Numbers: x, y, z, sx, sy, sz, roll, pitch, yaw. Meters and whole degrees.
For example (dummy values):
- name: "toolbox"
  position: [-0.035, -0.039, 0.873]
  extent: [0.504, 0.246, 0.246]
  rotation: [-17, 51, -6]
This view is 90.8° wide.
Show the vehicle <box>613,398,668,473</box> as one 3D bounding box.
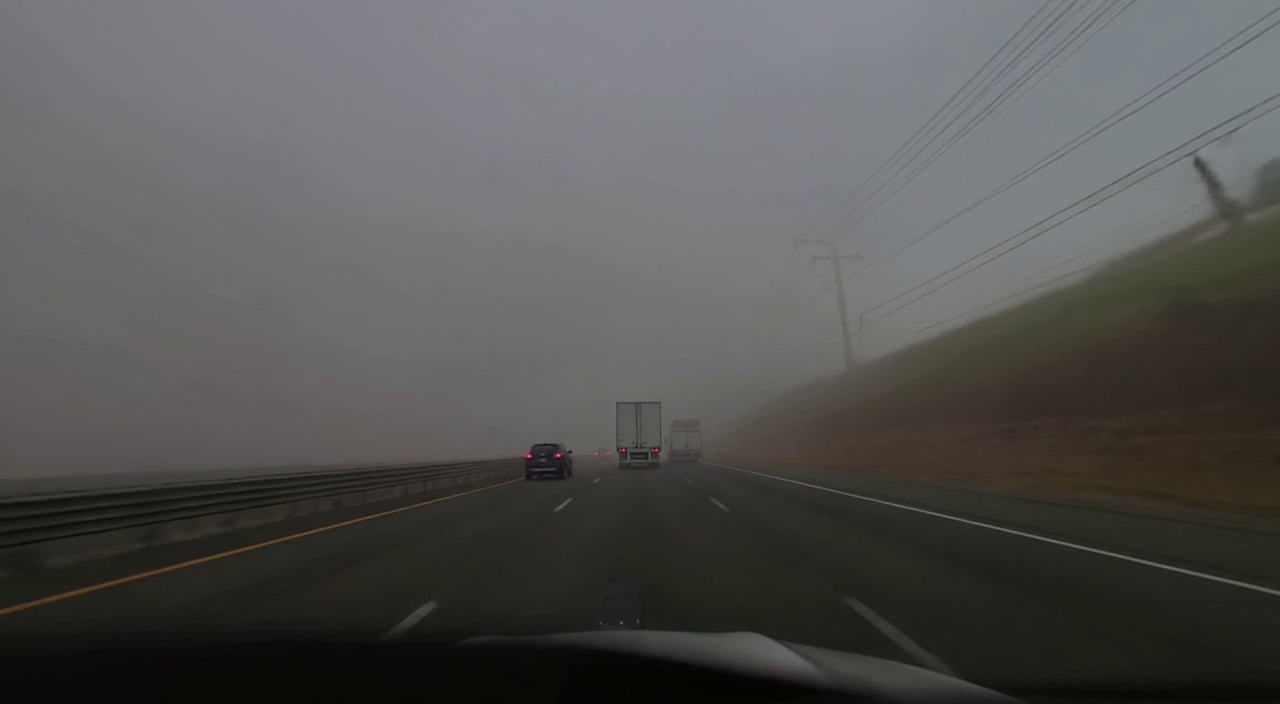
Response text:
- name: "vehicle"
  position: [0.081, 5.355, 39.712]
  extent: [2.985, 4.025, 10.982]
  rotation: [0, -9, 1]

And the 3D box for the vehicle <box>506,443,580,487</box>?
- name: "vehicle"
  position: [-3.695, 4.383, 24.886]
  extent: [2.128, 1.533, 4.694]
  rotation: [0, -9, 1]
